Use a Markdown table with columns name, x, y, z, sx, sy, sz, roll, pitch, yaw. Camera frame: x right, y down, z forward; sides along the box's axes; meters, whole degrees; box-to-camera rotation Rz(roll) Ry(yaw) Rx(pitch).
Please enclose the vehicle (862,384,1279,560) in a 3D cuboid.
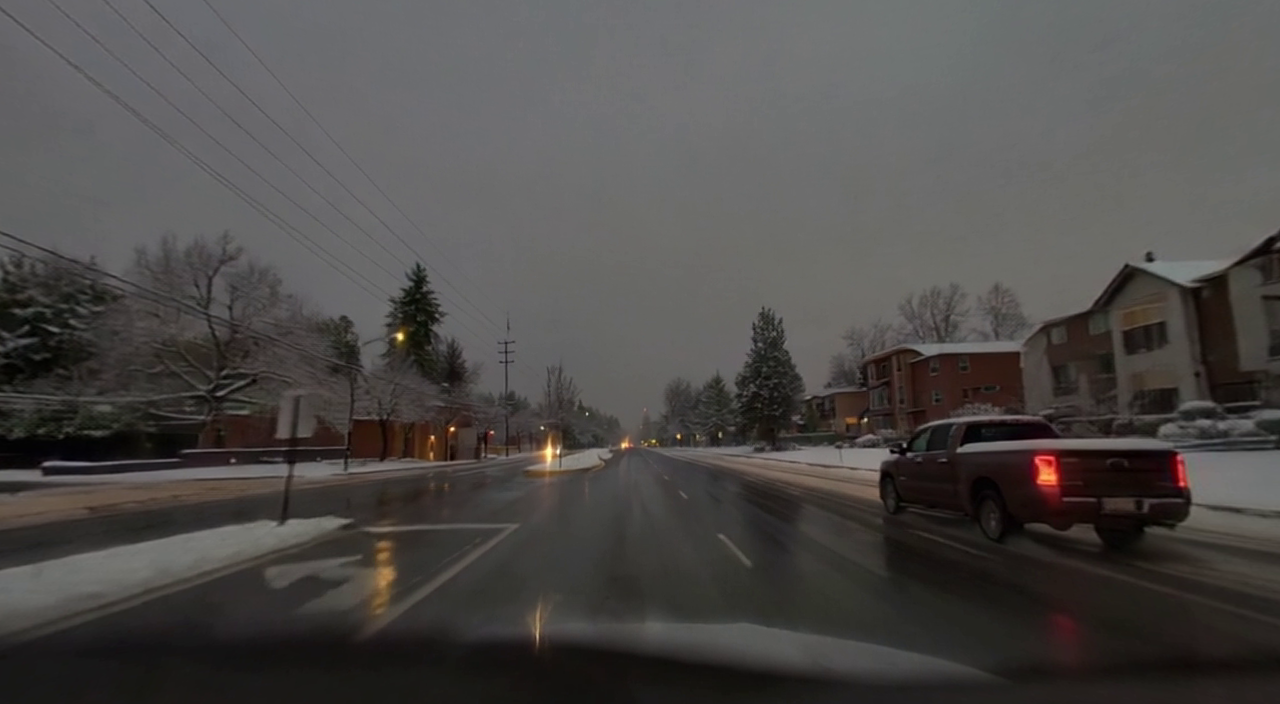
| name | x | y | z | sx | sy | sz | roll | pitch | yaw |
| --- | --- | --- | --- | --- | --- | --- | --- | --- | --- |
| vehicle | 5.997 | 1.786 | 10.191 | 2.493 | 1.956 | 6.125 | 0 | -8 | -1 |
